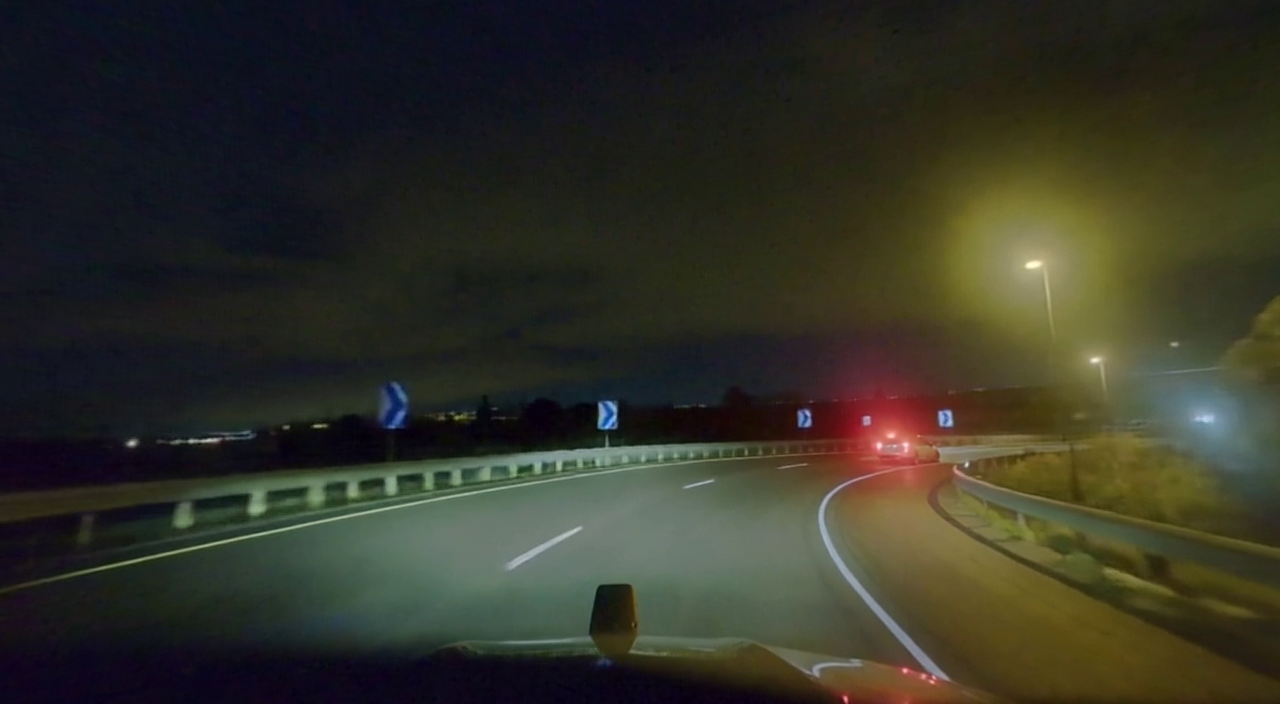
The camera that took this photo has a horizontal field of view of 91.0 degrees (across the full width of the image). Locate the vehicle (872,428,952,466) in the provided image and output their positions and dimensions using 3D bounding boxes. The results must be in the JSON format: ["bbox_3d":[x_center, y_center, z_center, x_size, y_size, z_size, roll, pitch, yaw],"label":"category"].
[{"bbox_3d":[12.015,4.130,27.668,2.028,1.440,3.970,-3,-8,42],"label":"vehicle"}]
